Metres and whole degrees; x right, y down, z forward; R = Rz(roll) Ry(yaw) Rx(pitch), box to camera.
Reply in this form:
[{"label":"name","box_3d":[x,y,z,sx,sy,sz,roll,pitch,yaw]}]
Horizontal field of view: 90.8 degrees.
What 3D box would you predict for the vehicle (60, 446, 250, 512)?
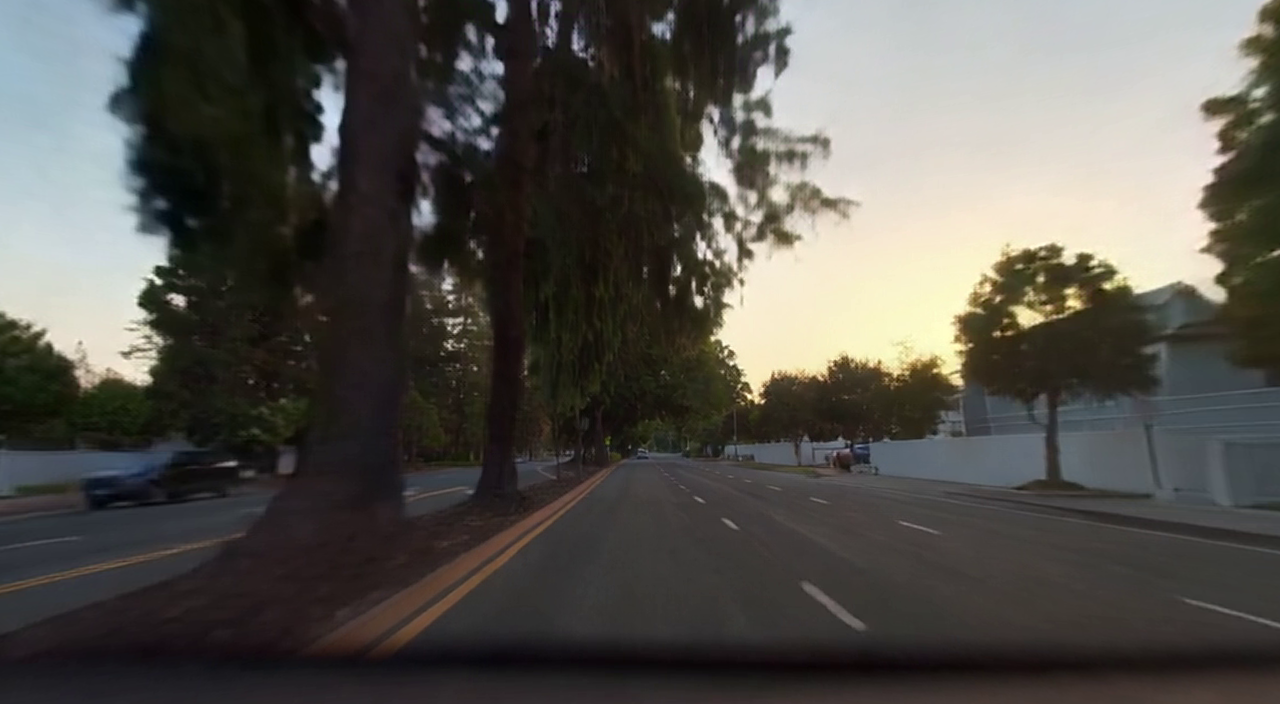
[{"label":"vehicle","box_3d":[-14.348,3.730,19.142,1.919,1.700,4.685,0,-8,1]}]
